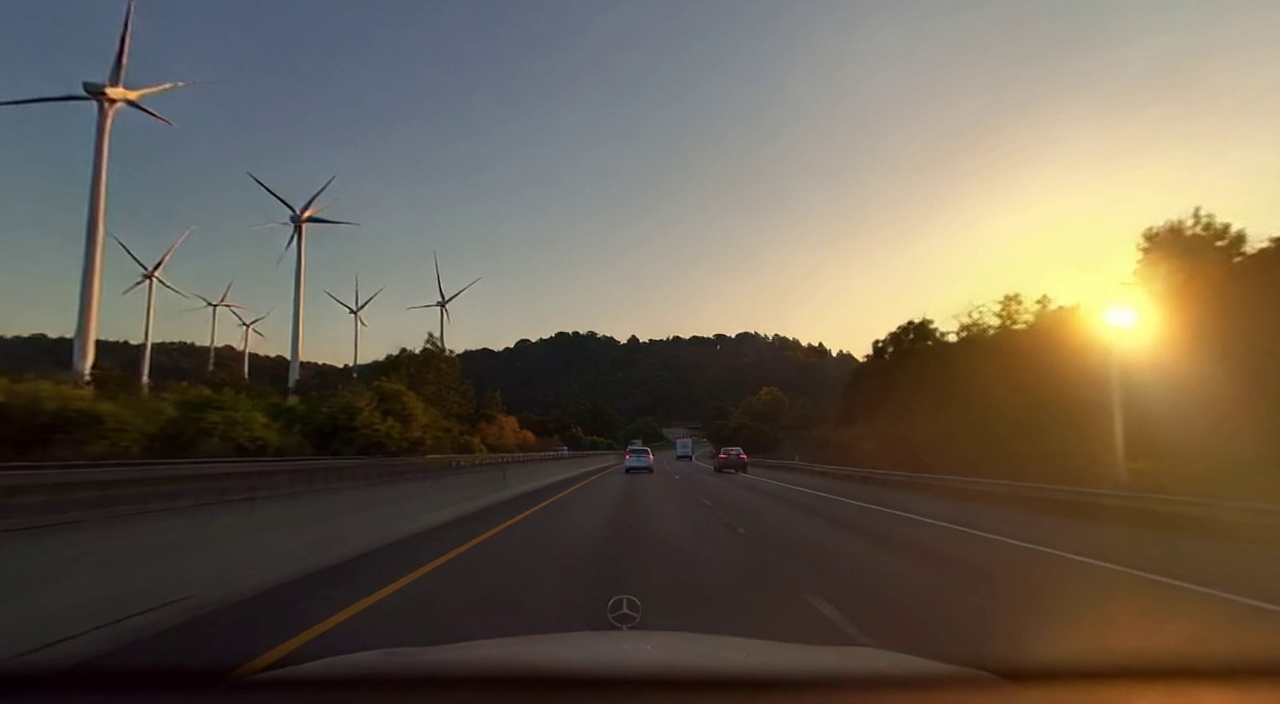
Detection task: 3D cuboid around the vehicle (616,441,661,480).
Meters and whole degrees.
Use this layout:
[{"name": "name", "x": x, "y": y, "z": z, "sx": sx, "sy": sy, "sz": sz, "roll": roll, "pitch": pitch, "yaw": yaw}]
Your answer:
[{"name": "vehicle", "x": -0.045, "y": 5.194, "z": 30.466, "sx": 2.038, "sy": 1.723, "sz": 4.150, "roll": 0, "pitch": -9, "yaw": 0}]

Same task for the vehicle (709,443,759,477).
[{"name": "vehicle", "x": 5.047, "y": 5.862, "z": 34.434, "sx": 2.040, "sy": 1.721, "sz": 4.507, "roll": 0, "pitch": -9, "yaw": 1}]
